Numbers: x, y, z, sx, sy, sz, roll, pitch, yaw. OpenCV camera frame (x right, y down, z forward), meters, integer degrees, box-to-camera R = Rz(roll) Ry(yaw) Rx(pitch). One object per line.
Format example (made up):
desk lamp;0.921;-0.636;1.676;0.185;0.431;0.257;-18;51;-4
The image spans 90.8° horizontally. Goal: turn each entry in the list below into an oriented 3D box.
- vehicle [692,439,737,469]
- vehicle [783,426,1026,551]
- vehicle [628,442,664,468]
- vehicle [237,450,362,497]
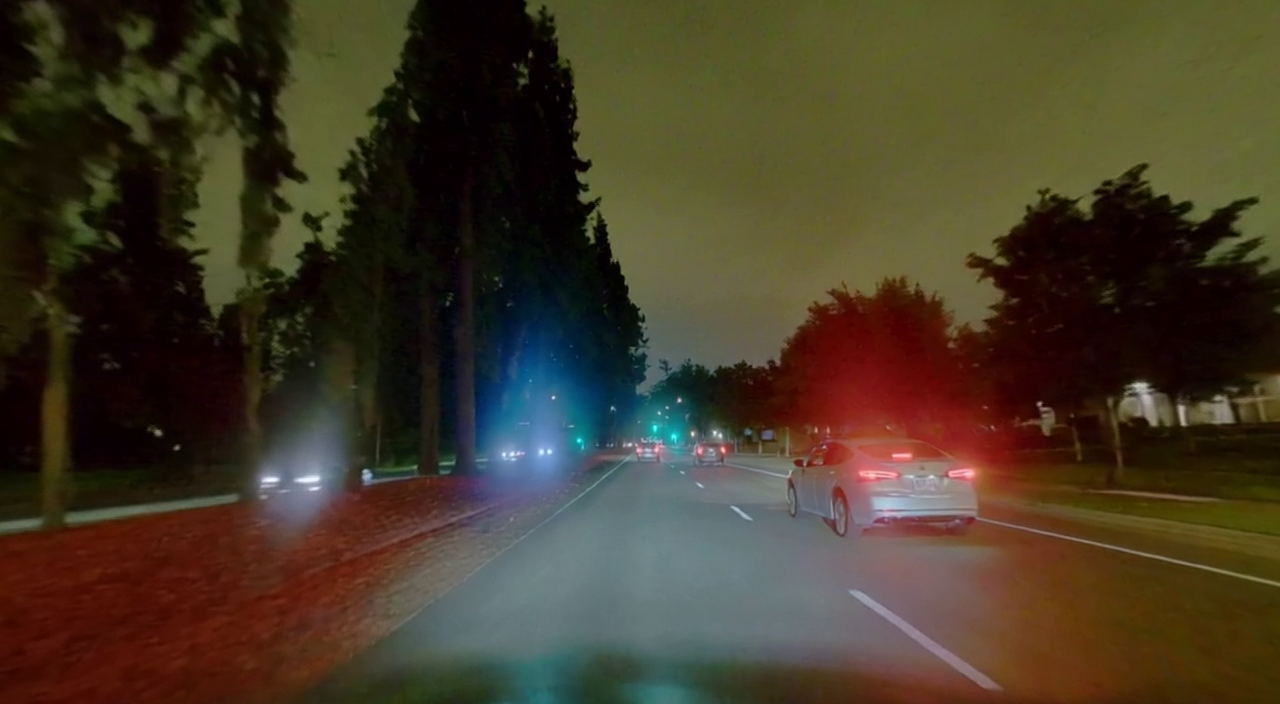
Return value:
vehicle;4.271;5.965;37.020;2.074;1.652;4.340;0;-8;0
vehicle;3.737;1.991;9.909;1.985;1.529;4.147;0;-8;0
vehicle;0.315;6.214;38.158;2.082;1.473;4.028;0;-8;0
vehicle;-11.836;4.226;22.400;1.907;1.456;4.520;0;-8;0
